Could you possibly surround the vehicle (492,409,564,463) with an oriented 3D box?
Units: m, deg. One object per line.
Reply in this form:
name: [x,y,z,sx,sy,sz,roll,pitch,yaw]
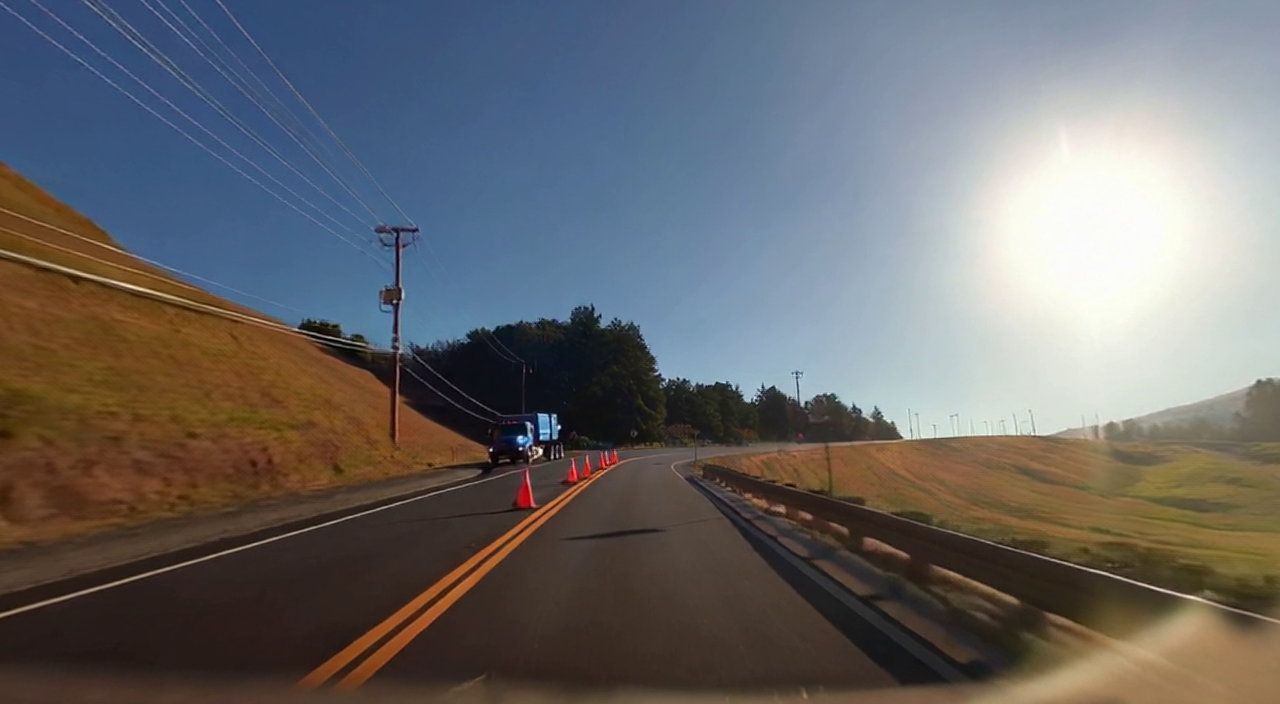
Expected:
vehicle: [-7.319,5.662,42.217,3.031,3.185,7.053,-3,-9,4]
